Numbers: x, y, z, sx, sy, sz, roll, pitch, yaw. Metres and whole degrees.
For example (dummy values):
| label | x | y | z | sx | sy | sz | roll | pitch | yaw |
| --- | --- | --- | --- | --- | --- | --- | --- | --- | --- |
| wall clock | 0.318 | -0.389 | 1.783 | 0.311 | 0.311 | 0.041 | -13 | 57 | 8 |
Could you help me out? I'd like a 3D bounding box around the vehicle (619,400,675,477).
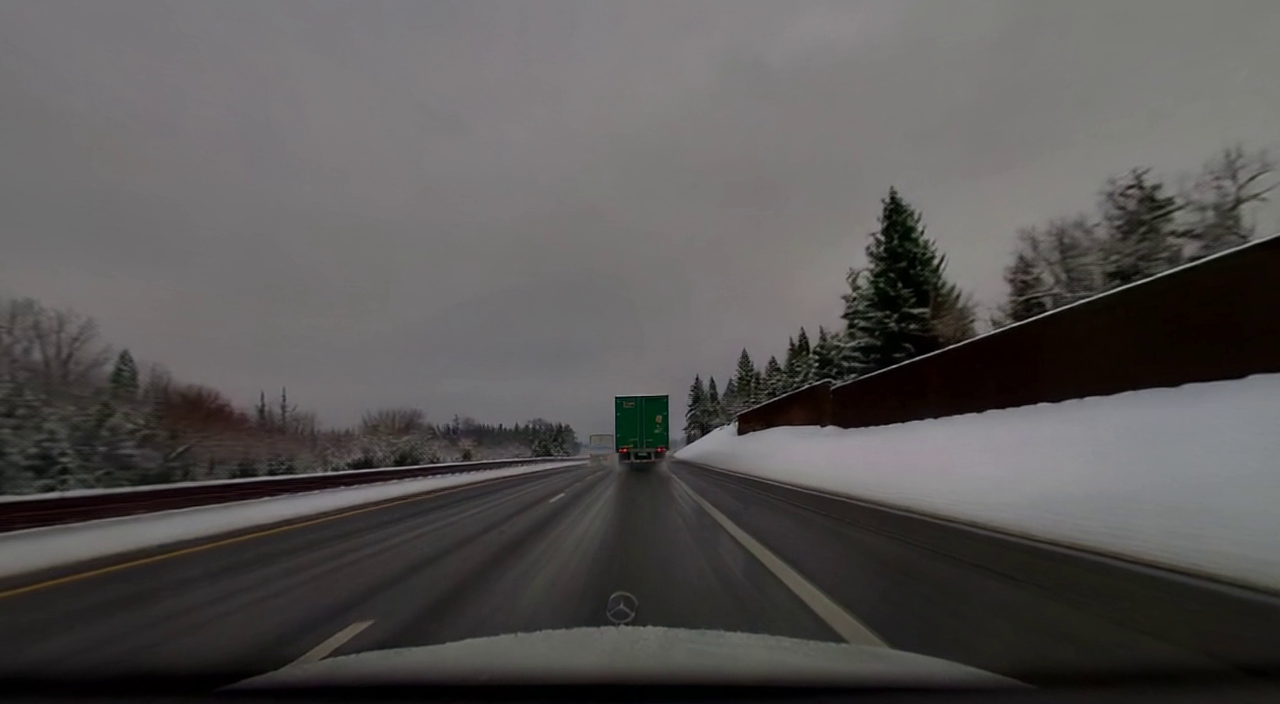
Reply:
| label | x | y | z | sx | sy | sz | roll | pitch | yaw |
| --- | --- | --- | --- | --- | --- | --- | --- | --- | --- |
| vehicle | 0.273 | 5.250 | 37.701 | 2.900 | 3.955 | 10.151 | 0 | -9 | -1 |
